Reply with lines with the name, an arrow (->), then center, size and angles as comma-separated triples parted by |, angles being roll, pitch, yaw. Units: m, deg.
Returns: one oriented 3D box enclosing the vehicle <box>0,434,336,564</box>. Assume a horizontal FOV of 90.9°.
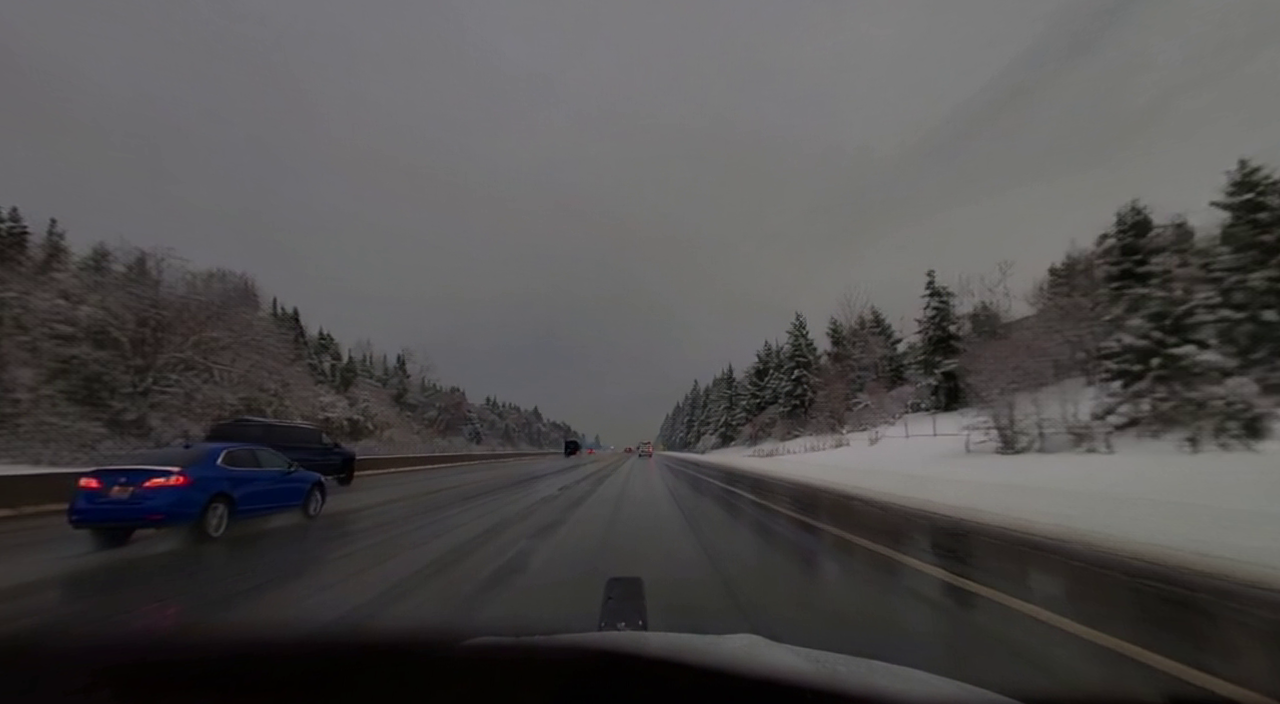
vehicle -> -6.882, 2.060, 9.752 | 1.981, 1.486, 4.735 | 0, -8, 0
